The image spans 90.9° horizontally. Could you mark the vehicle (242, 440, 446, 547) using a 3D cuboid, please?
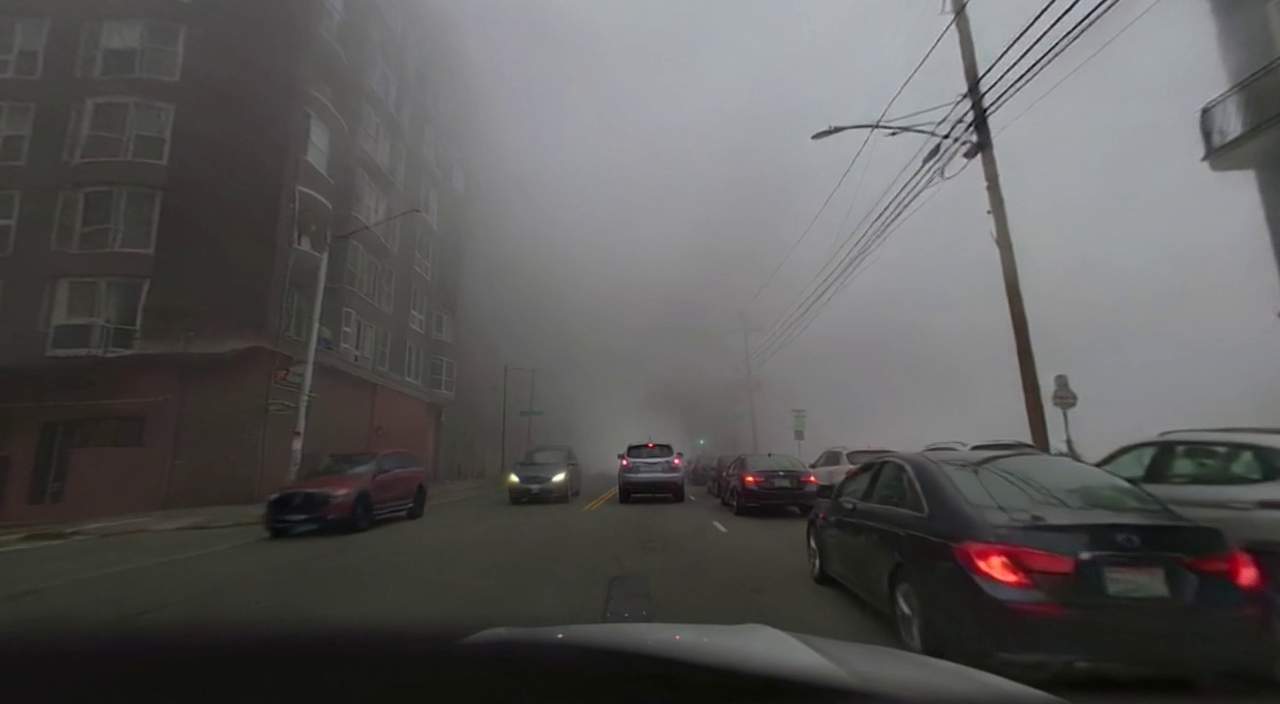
[{"bbox_3d":[-5.651,2.709,12.824,1.962,1.755,4.423,0,-8,0],"label":"vehicle"}]

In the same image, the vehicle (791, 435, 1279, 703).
[{"bbox_3d":[2.788,1.457,5.187,2.029,1.460,4.451,0,-8,1],"label":"vehicle"}]

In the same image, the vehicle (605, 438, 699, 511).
[{"bbox_3d":[0.256,3.229,17.131,2.232,1.736,4.036,0,-8,-1],"label":"vehicle"}]

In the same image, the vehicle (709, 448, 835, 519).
[{"bbox_3d":[3.112,3.205,16.060,2.116,1.487,4.988,0,-8,0],"label":"vehicle"}]

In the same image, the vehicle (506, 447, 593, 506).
[{"bbox_3d":[-2.732,3.860,20.052,2.023,1.646,4.282,0,-8,2],"label":"vehicle"}]
